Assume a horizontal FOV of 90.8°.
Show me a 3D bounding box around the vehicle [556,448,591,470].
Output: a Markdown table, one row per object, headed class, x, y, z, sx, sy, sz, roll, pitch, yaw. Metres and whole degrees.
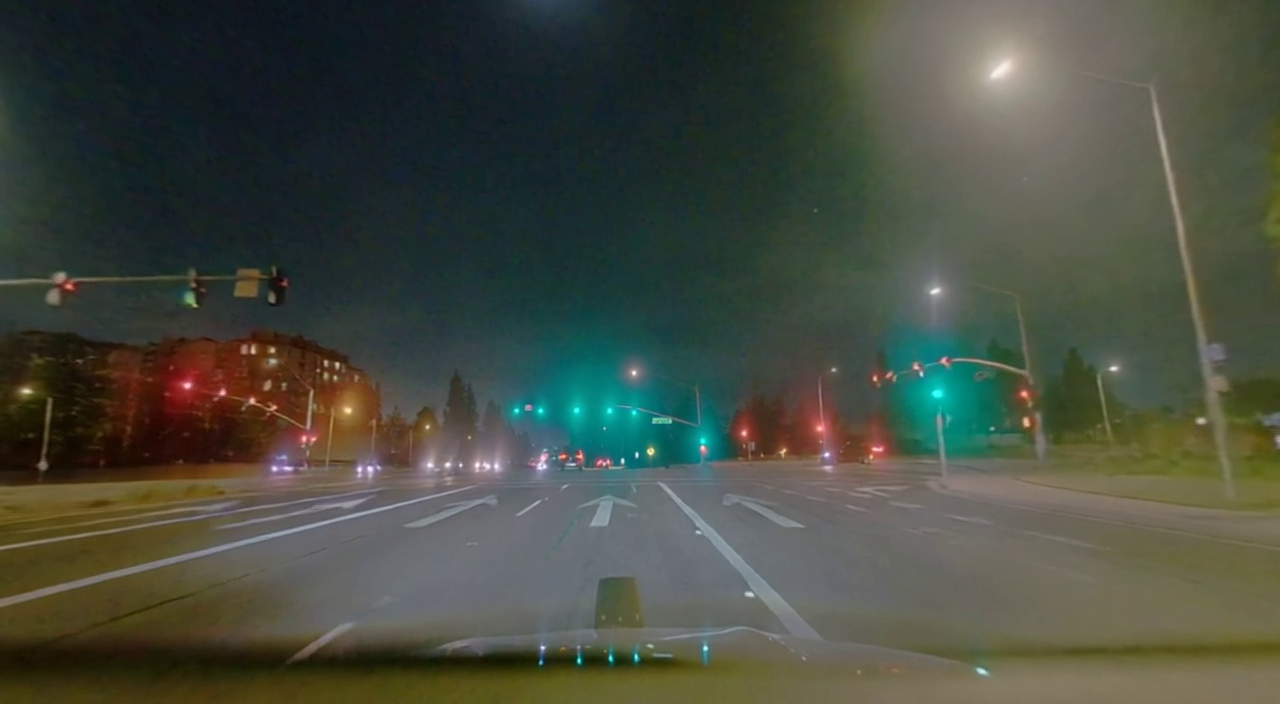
| class | x | y | z | sx | sy | sz | roll | pitch | yaw |
| --- | --- | --- | --- | --- | --- | --- | --- | --- | --- |
| vehicle | -4.681 | 7.552 | 44.904 | 2.073 | 1.445 | 4.151 | 0 | -8 | -1 |
